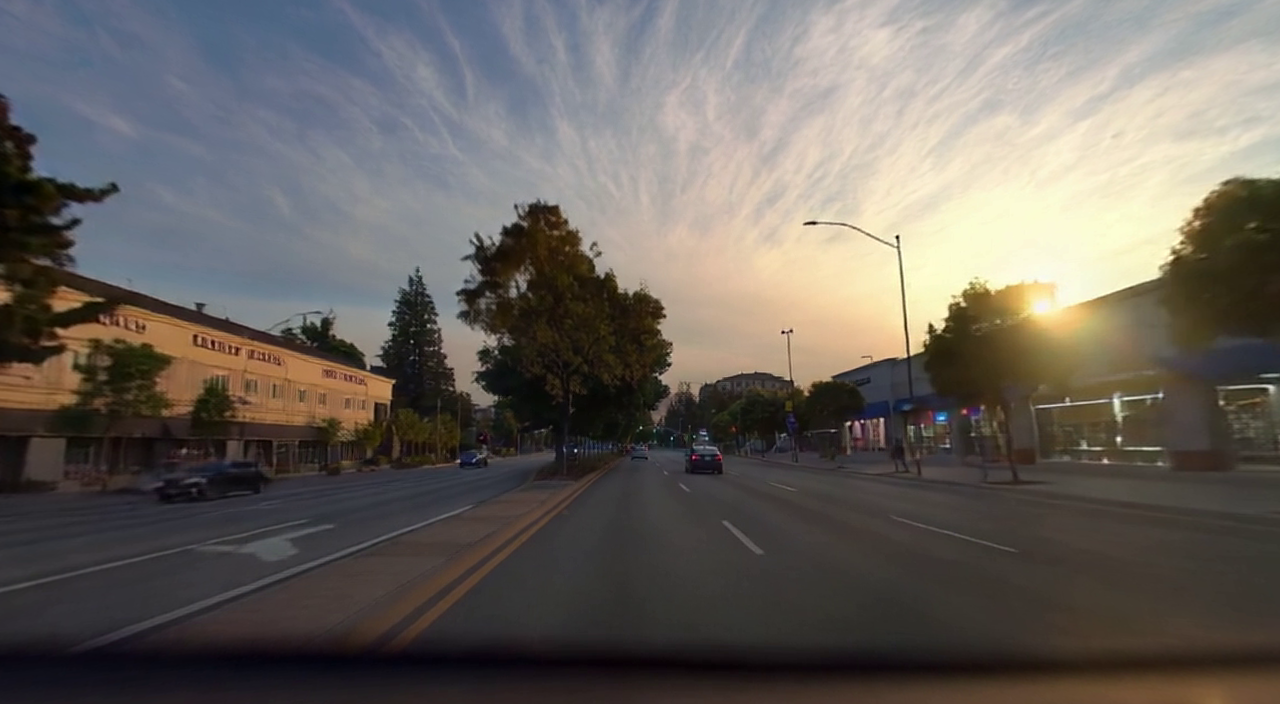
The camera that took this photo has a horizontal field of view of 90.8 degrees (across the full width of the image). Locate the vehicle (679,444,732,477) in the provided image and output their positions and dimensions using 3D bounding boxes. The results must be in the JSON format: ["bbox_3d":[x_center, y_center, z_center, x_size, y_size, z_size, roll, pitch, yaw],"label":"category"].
[{"bbox_3d":[3.086,5.203,30.622,1.983,1.482,4.463,0,-9,-1],"label":"vehicle"}]

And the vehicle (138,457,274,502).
[{"bbox_3d":[-16.335,4.786,24.134,1.944,1.482,4.504,0,-9,0],"label":"vehicle"}]
